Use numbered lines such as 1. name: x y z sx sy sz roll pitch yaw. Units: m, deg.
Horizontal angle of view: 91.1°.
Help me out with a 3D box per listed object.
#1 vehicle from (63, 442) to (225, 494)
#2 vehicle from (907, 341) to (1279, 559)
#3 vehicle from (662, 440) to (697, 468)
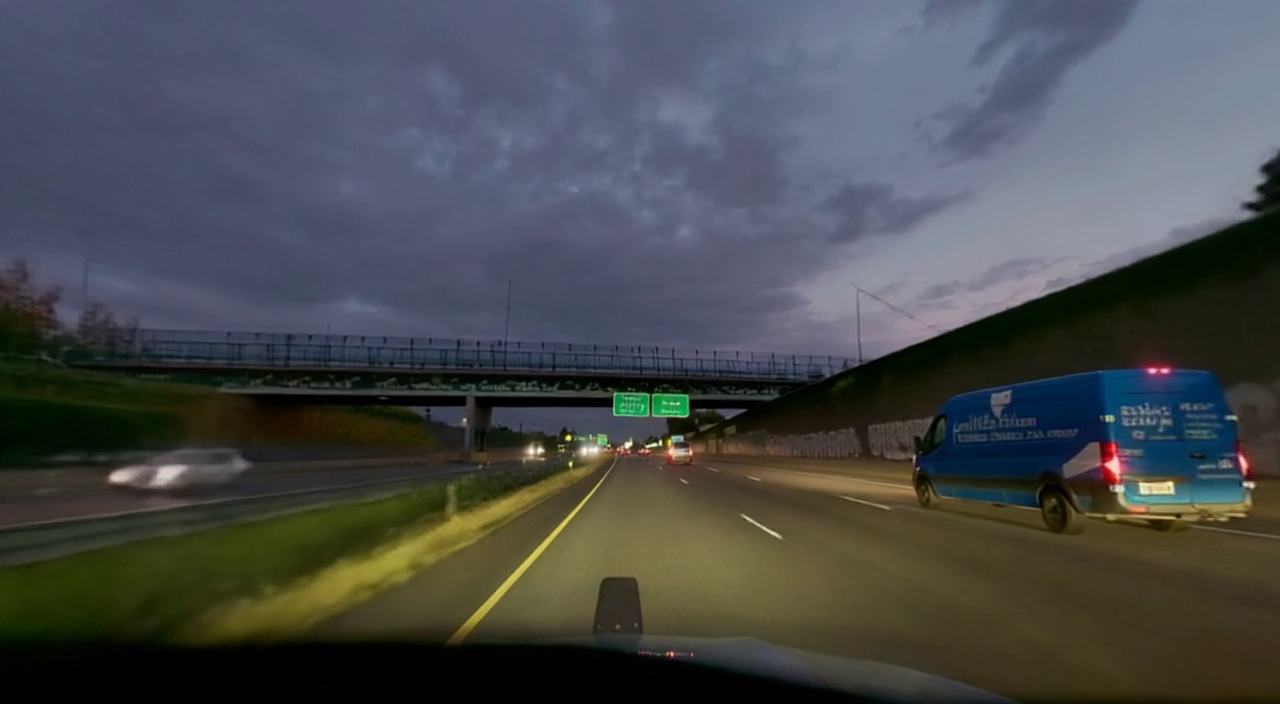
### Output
1. vehicle: -15.810 3.692 20.382 1.870 1.492 4.149 0 -9 -1
2. vehicle: 6.990 1.601 10.558 2.283 2.631 5.719 0 -9 -2
3. vehicle: 2.805 7.438 45.987 2.007 1.943 5.010 0 -9 -3
